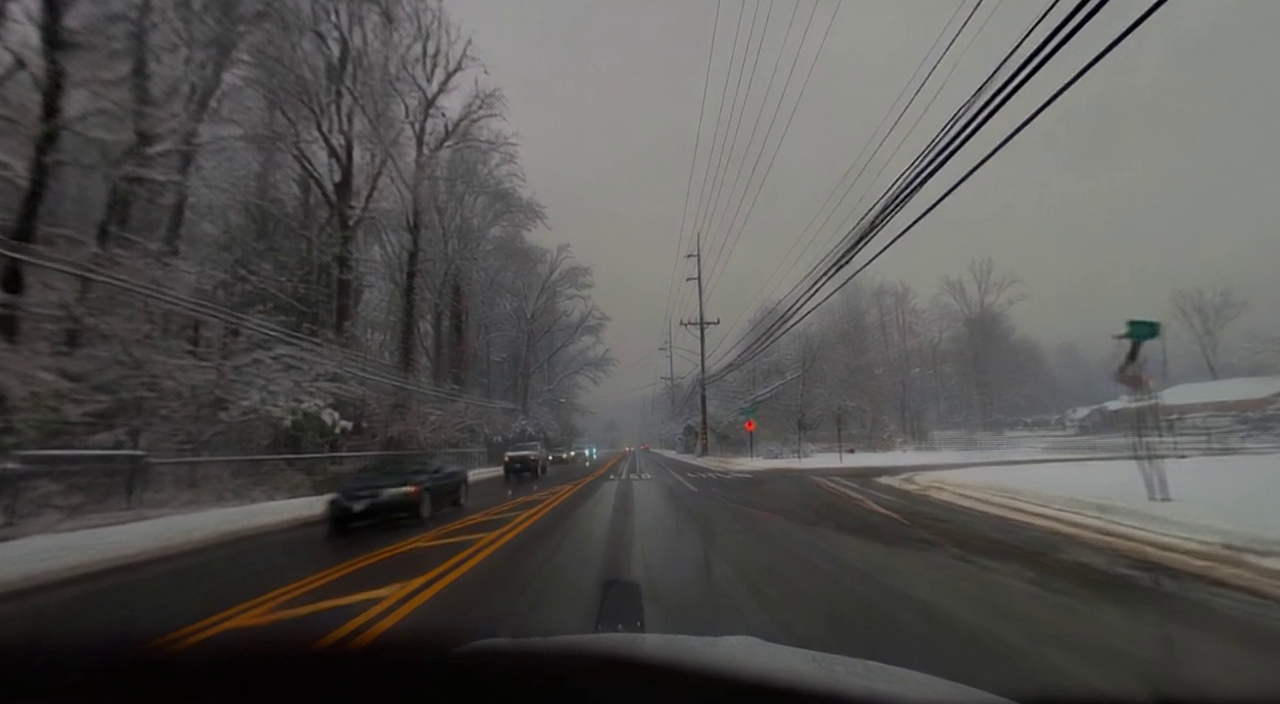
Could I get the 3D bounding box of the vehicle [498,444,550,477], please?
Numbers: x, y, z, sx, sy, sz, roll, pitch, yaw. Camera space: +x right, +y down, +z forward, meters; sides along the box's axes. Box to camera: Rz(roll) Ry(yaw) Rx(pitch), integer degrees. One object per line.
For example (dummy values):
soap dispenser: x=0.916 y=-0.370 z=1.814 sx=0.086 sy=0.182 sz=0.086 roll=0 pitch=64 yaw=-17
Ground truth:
vehicle: x=-6.545 y=6.183 z=36.231 sx=2.157 sy=1.711 sz=4.460 roll=0 pitch=-9 yaw=-1

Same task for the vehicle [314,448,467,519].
vehicle: x=-5.971 y=3.173 z=15.855 sx=2.043 sy=1.484 sz=4.532 roll=0 pitch=-9 yaw=-1
